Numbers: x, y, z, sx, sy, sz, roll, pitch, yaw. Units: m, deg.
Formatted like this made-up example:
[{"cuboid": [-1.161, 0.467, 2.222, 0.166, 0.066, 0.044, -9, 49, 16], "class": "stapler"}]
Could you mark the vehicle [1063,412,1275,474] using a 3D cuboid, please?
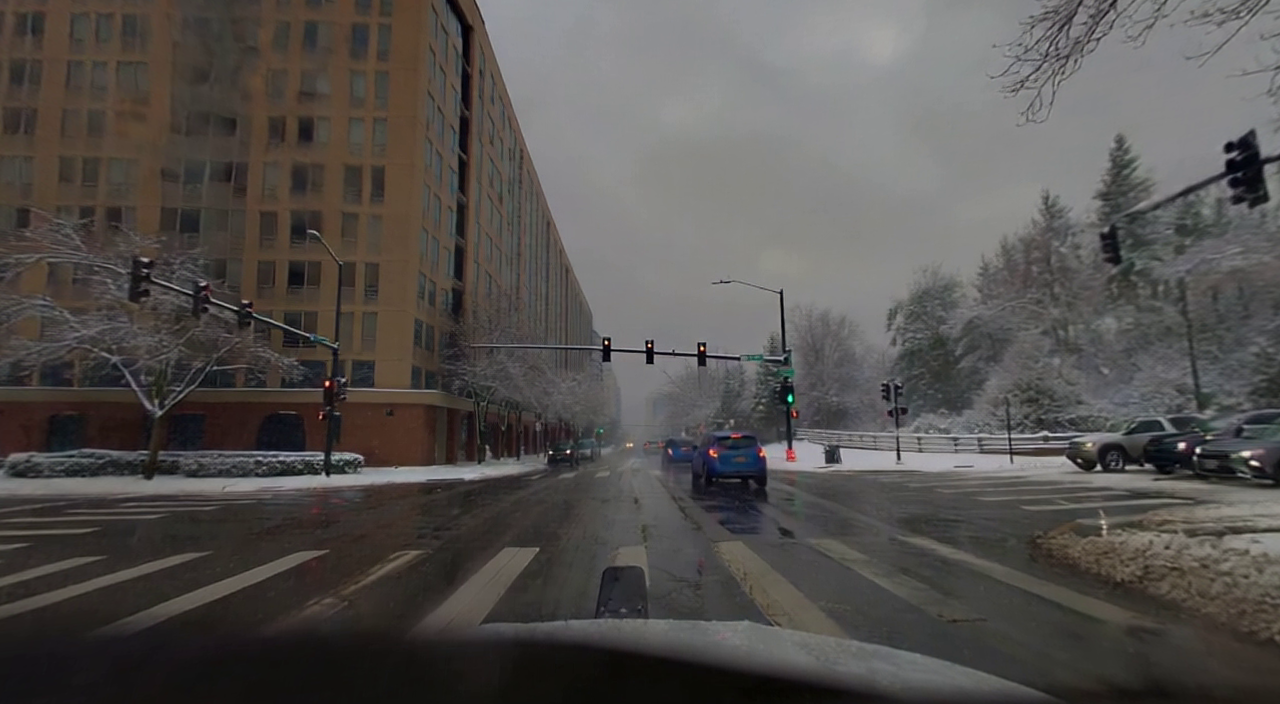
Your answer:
[{"cuboid": [16.916, 2.938, 20.405, 4.802, 1.860, 2.146, 0, -8, 1], "class": "vehicle"}]

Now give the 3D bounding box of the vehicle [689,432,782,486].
[{"cuboid": [2.811, 3.264, 19.592, 2.039, 1.470, 4.355, 0, -8, -2], "class": "vehicle"}]
